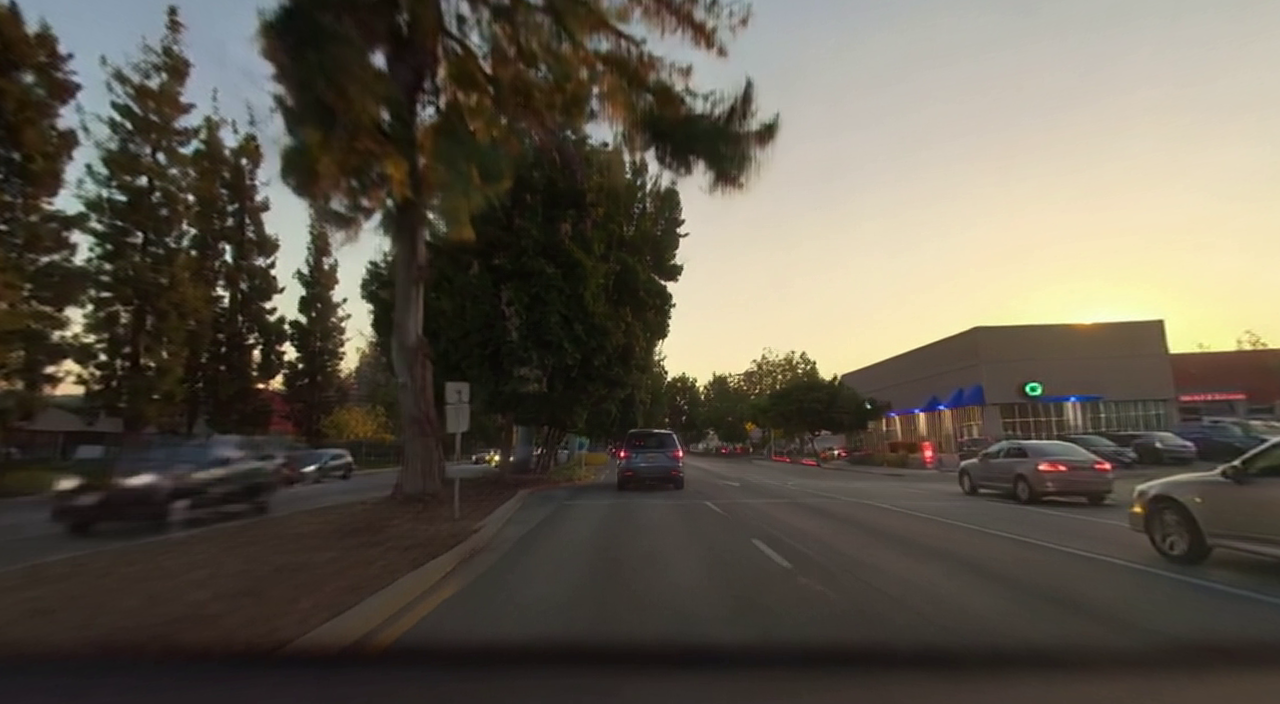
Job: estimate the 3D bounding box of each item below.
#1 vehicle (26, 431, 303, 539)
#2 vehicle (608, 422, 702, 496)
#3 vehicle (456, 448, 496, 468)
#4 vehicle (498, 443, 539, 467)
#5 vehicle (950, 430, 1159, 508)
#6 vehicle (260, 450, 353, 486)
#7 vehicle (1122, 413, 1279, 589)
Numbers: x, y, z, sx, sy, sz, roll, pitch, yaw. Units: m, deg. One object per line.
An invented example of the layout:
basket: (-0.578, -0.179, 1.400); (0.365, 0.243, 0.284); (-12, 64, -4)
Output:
vehicle: (-9.124, 2.547, 12.819); (2.104, 1.778, 4.520); (0, -8, -1)
vehicle: (0.261, 3.108, 18.677); (2.300, 1.870, 4.936); (1, -8, -4)
vehicle: (-12.677, 8.184, 49.021); (1.866, 1.491, 4.495); (0, -8, 0)
vehicle: (-8.903, 7.578, 46.589); (2.120, 1.628, 4.331); (0, -8, 0)
vehicle: (9.296, 2.644, 14.745); (1.894, 1.517, 4.419); (0, -8, 1)
vehicle: (-16.162, 5.621, 30.974); (1.952, 1.569, 4.886); (0, -8, -1)
vehicle: (6.476, 1.203, 4.910); (1.994, 1.488, 4.313); (0, -8, -1)
